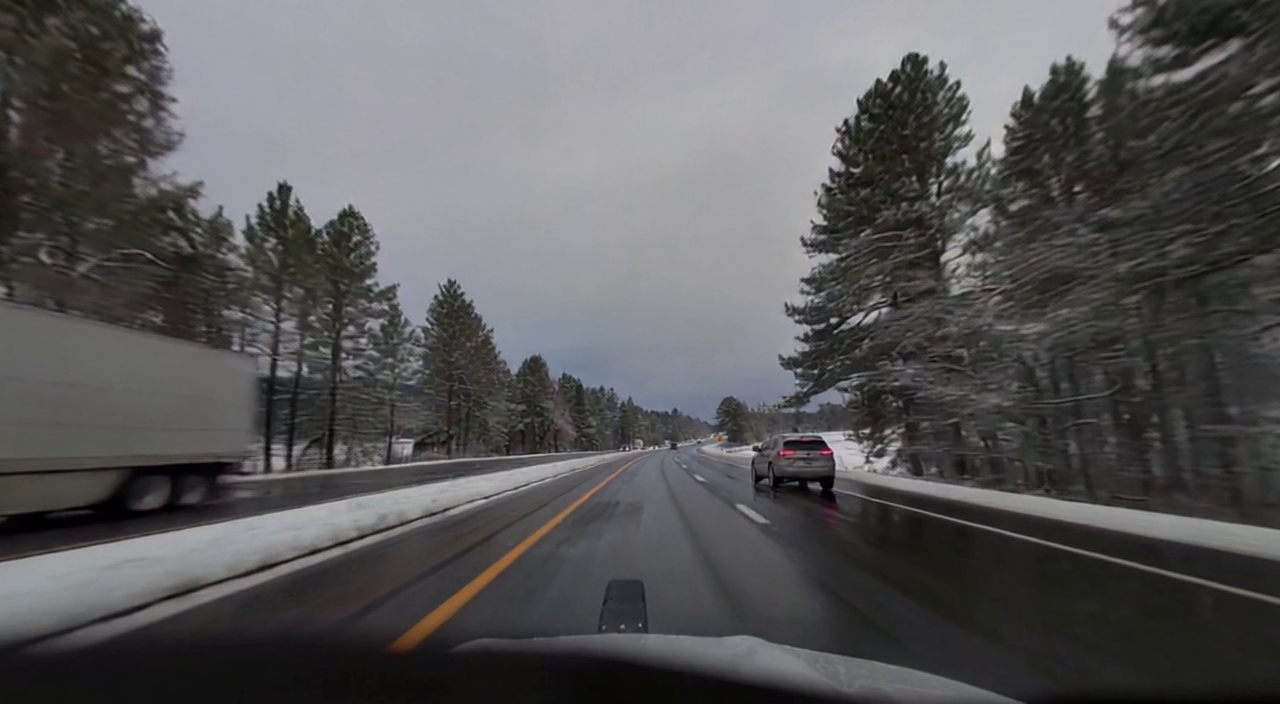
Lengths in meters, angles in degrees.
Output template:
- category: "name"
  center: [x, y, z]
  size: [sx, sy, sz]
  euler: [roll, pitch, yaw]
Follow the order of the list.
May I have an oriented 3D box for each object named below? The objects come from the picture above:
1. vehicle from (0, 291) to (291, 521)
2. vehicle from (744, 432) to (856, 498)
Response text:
- category: "vehicle"
  center: [-13.234, 1.186, 12.909]
  size: [2.910, 4.204, 16.031]
  euler: [0, -8, 1]
- category: "vehicle"
  center: [4.583, 3.315, 18.967]
  size: [2.098, 1.703, 4.862]
  euler: [0, -8, 0]
